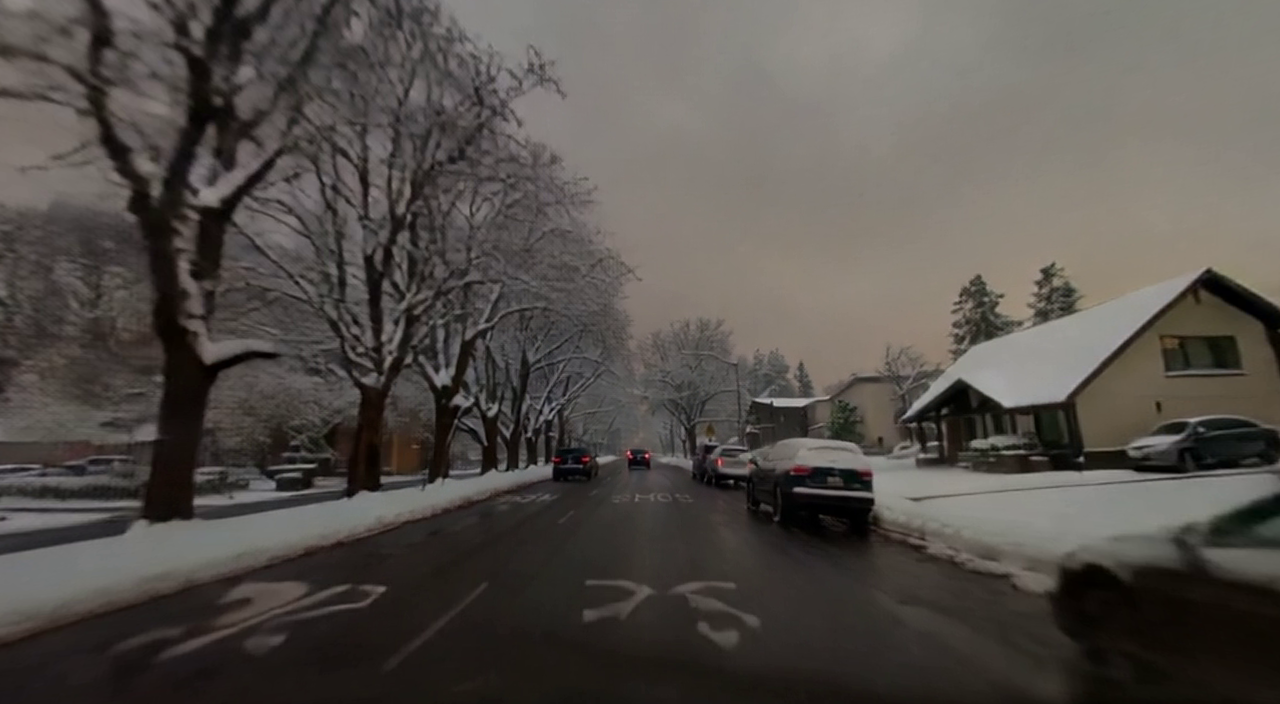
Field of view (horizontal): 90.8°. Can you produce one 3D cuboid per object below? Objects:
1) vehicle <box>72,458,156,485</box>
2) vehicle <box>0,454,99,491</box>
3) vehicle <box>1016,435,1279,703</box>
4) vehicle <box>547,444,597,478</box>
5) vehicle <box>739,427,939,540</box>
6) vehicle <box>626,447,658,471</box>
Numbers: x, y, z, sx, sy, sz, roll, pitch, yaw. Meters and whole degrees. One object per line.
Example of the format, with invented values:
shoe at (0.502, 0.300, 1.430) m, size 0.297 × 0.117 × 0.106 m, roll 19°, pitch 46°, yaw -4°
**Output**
vehicle at (-36.283, 8.216, 43.754) m, size 1.890 × 1.711 × 4.456 m, roll 0°, pitch -9°, yaw 1°
vehicle at (-41.089, 8.147, 43.261) m, size 2.306 × 2.086 × 6.132 m, roll -2°, pitch -7°, yaw 5°
vehicle at (3.741, 1.024, 2.120) m, size 2.019 × 1.495 × 4.755 m, roll 0°, pitch -9°, yaw 0°
vehicle at (-3.532, 5.794, 33.759) m, size 2.129 × 1.668 × 4.722 m, roll 0°, pitch -9°, yaw 0°
vehicle at (3.742, 2.579, 13.170) m, size 2.273 × 1.860 × 5.077 m, roll 0°, pitch -9°, yaw -3°
vehicle at (0.167, 7.504, 44.585) m, size 2.142 × 1.548 × 4.273 m, roll 0°, pitch -9°, yaw 1°
